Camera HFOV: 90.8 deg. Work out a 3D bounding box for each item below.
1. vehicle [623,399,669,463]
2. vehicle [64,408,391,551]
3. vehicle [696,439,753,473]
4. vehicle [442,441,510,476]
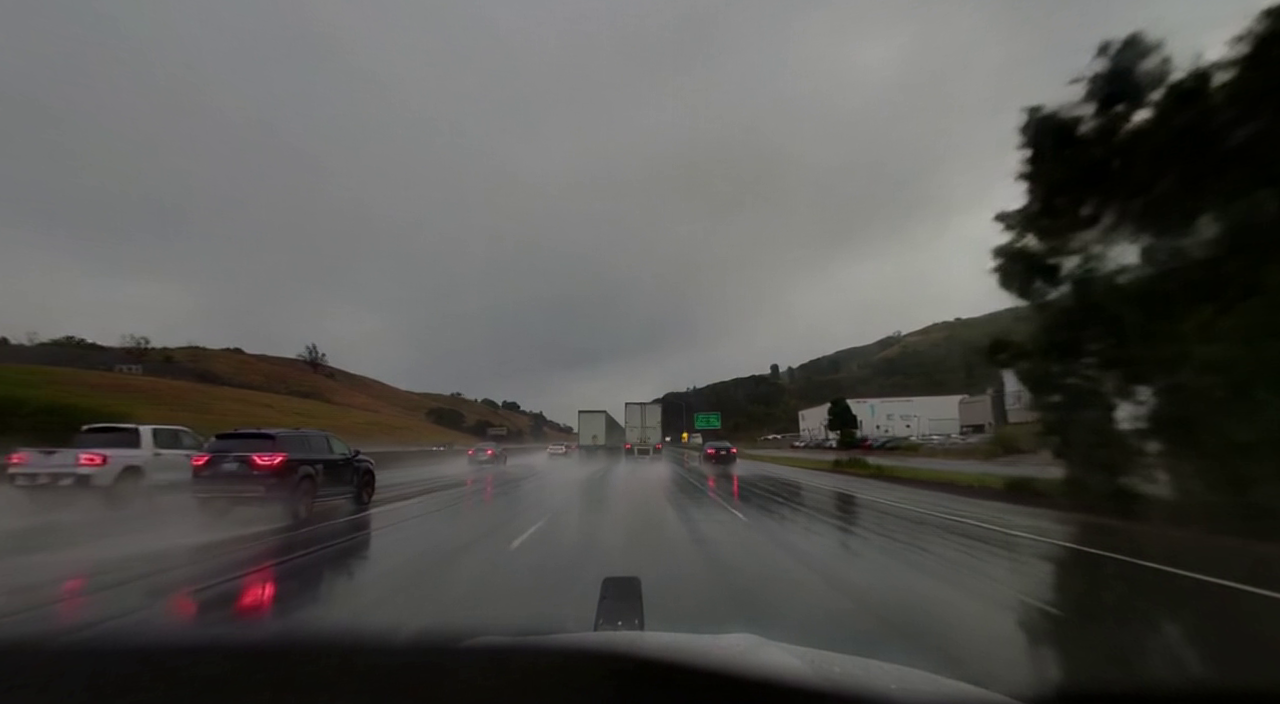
[{"bbox_3d":[0.384,5.910,46.375,2.969,4.104,10.906,0,-9,0],"label":"vehicle"},{"bbox_3d":[-6.009,1.910,10.087,2.122,1.754,4.379,0,-9,2],"label":"vehicle"},{"bbox_3d":[3.926,4.907,29.992,2.006,1.452,4.246,0,-9,-1],"label":"vehicle"},{"bbox_3d":[-7.450,4.872,29.135,1.891,1.460,4.506,0,-9,1],"label":"vehicle"}]
